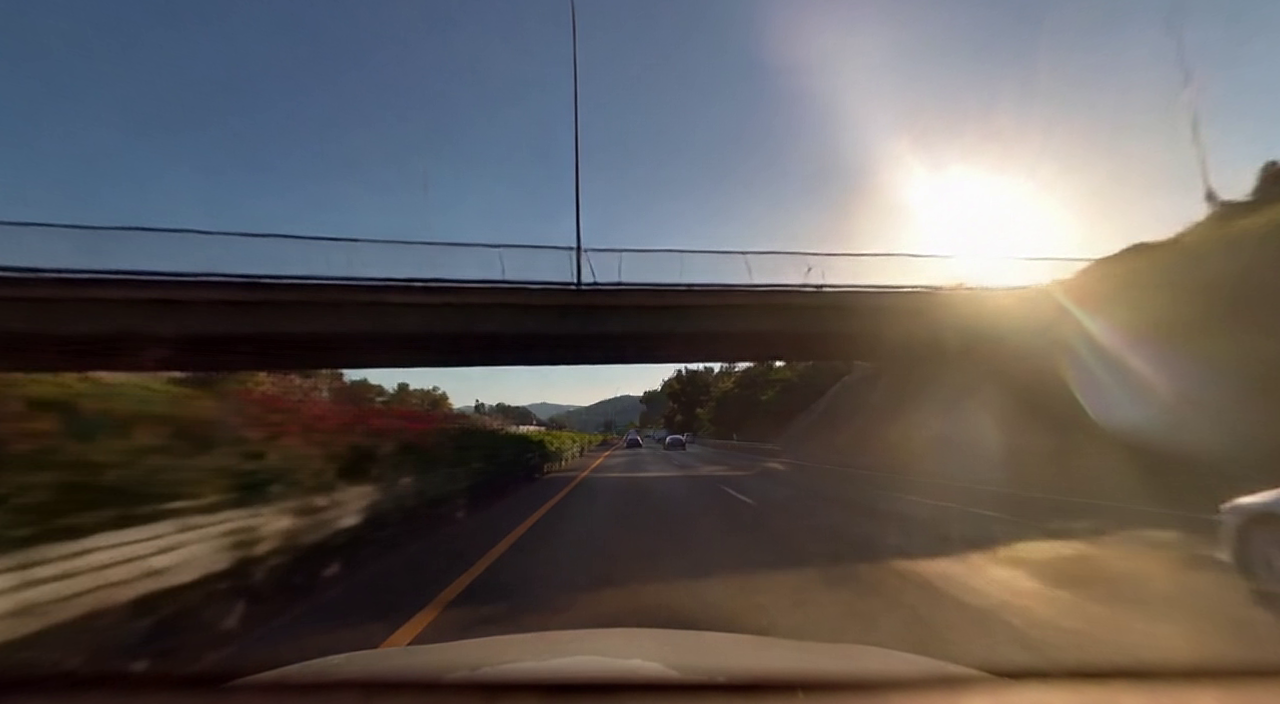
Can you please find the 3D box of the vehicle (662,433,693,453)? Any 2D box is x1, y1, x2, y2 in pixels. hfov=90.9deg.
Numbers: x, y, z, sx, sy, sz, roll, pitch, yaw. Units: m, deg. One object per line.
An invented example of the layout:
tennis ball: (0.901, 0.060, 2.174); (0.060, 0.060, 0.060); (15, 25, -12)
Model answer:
vehicle: (2.787, 6.872, 47.653); (1.981, 1.490, 3.449); (0, -8, -3)
